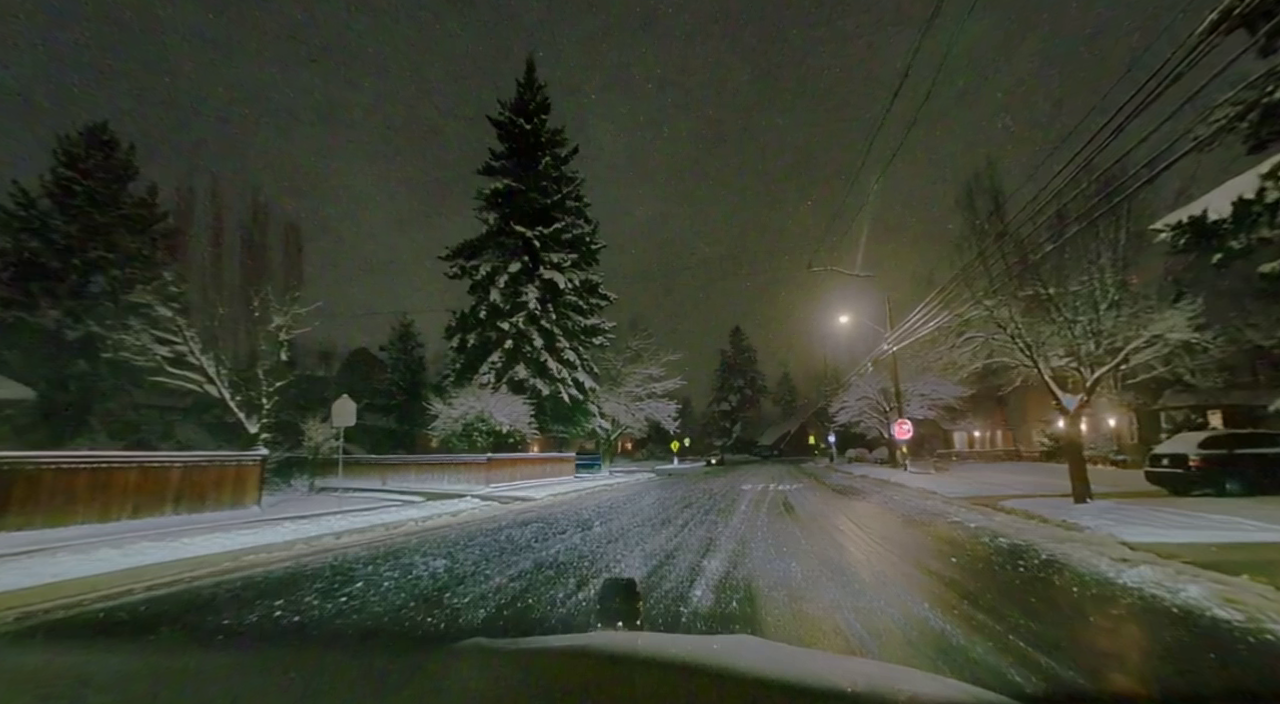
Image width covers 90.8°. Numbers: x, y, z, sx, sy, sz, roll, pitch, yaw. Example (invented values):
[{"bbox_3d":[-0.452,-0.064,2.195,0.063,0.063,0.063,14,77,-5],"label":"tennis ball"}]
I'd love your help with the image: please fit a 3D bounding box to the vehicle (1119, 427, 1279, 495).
[{"bbox_3d":[15.026,2.671,15.766,4.589,1.526,2.133,1,-9,-8],"label":"vehicle"}]
